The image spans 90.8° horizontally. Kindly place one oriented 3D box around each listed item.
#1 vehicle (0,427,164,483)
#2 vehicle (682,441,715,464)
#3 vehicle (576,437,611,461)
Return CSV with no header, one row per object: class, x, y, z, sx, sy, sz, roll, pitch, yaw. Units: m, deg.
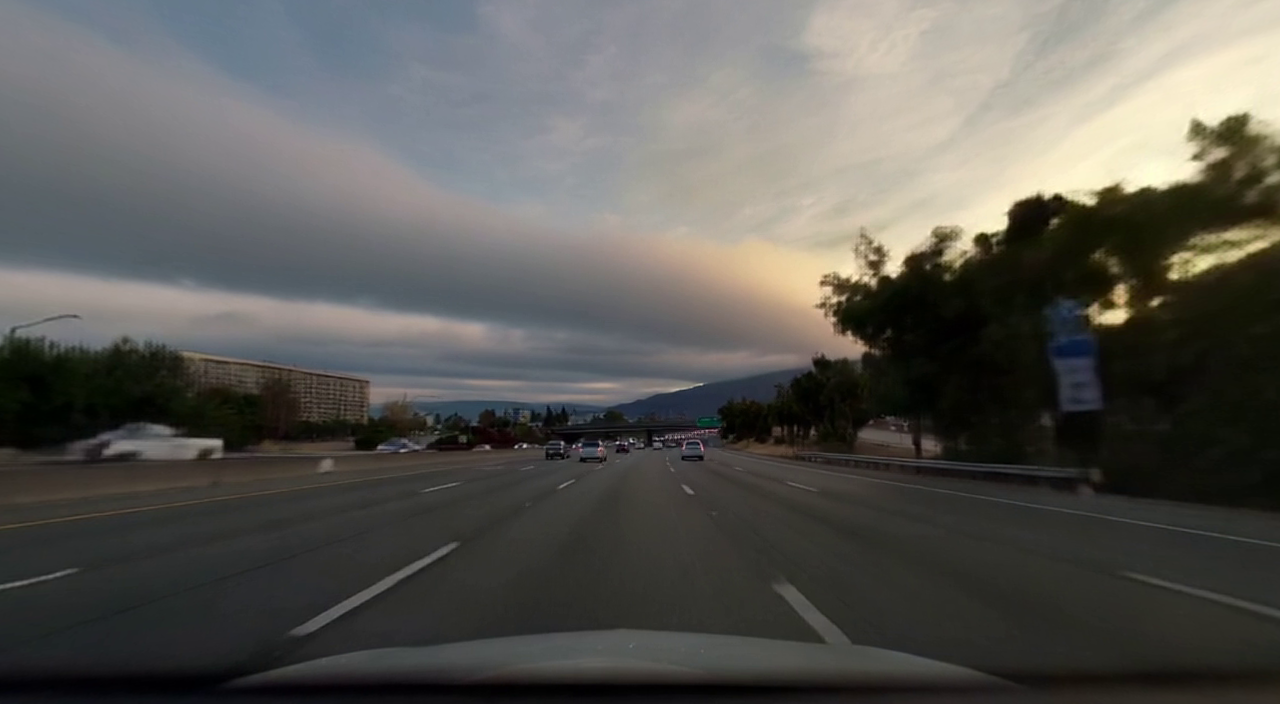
vehicle,-23.749,4.332,26.939,2.257,2.096,5.778,0,-8,1
vehicle,4.060,7.030,44.345,1.967,1.475,4.080,0,-8,1
vehicle,-3.473,7.385,48.143,2.179,1.693,4.204,0,-8,2
